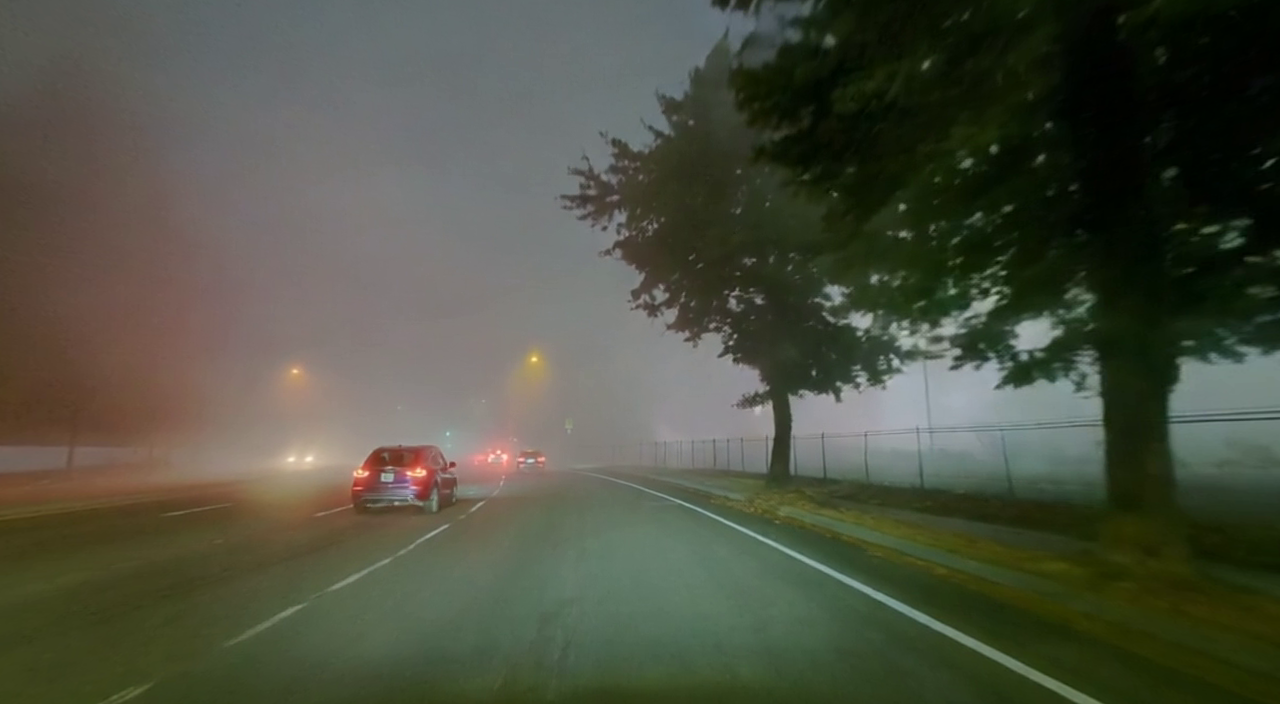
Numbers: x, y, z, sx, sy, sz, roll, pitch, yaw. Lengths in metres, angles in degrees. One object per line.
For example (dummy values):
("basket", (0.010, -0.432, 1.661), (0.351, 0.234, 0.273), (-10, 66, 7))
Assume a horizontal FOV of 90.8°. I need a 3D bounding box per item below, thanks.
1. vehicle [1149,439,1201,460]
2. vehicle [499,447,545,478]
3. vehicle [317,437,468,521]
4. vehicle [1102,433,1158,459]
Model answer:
("vehicle", (39.137, 7.128, 46.293), (1.742, 1.451, 3.900), (-4, -9, 23))
("vehicle", (-6.034, 5.653, 32.583), (2.147, 1.474, 4.083), (1, -9, -9))
("vehicle", (-5.674, 2.937, 15.217), (2.105, 1.676, 4.541), (0, -8, -5))
("vehicle", (36.645, 7.062, 47.432), (2.141, 1.842, 5.582), (-4, -9, 26))
